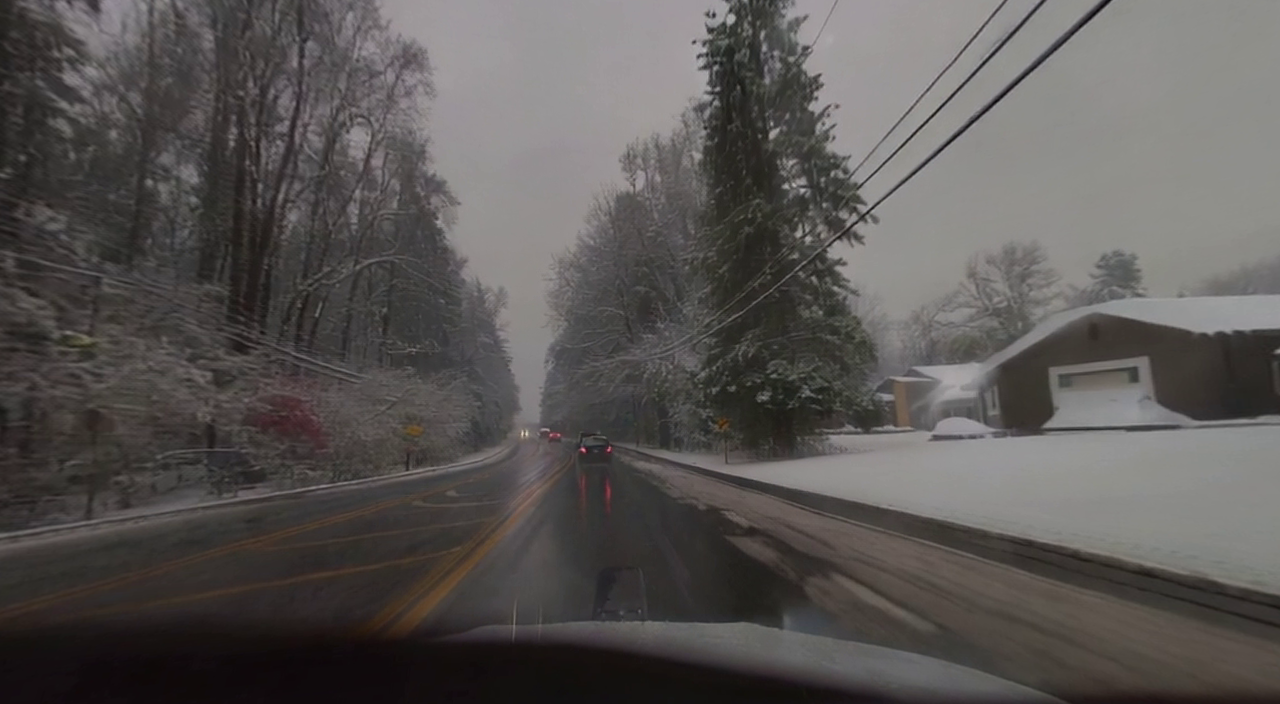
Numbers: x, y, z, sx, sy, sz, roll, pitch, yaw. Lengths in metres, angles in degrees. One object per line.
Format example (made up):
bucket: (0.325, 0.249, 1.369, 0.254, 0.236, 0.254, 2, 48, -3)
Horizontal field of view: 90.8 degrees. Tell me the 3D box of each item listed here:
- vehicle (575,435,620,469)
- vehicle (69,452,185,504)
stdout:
vehicle: (-2.276, 5.273, 33.433, 2.216, 1.708, 4.110, 1, -8, -4)
vehicle: (-23.782, 5.791, 29.602, 2.076, 2.085, 5.241, 2, -8, -14)
